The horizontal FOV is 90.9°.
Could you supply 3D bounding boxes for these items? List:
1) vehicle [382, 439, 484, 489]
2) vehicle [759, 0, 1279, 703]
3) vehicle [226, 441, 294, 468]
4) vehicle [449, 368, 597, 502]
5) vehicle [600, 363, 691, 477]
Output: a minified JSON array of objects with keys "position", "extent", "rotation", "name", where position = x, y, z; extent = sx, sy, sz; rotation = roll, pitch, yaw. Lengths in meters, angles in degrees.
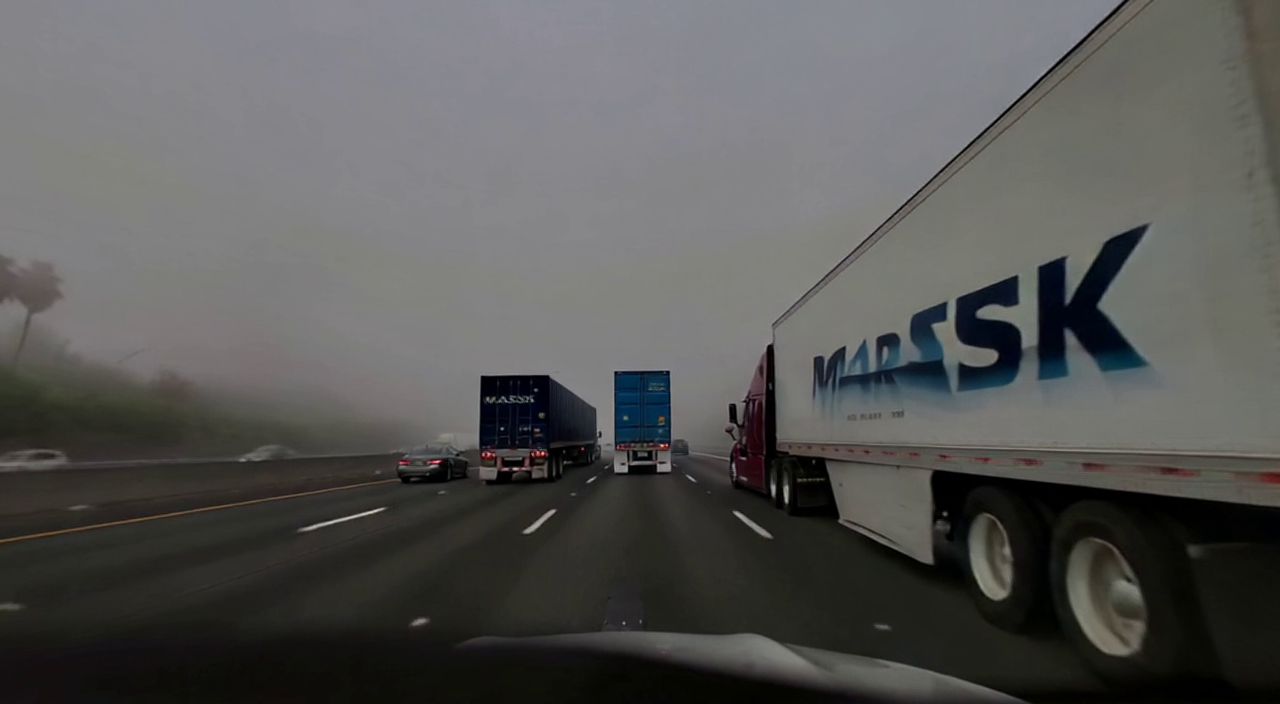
[{"position":[-6.784,3.693,21.222],"extent":[1.916,1.465,4.451],"rotation":[0,-8,0],"name":"vehicle"},{"position":[4.403,0.501,8.695],"extent":[2.887,4.178,14.553],"rotation":[0,-8,1],"name":"vehicle"},{"position":[-20.105,5.423,33.489],"extent":[1.504,1.357,3.268],"rotation":[0,-8,1],"name":"vehicle"},{"position":[-3.216,2.797,20.904],"extent":[2.786,3.228,11.082],"rotation":[0,-8,0],"name":"vehicle"},{"position":[0.260,3.682,30.606],"extent":[3.097,3.856,18.209],"rotation":[0,-9,0],"name":"vehicle"}]
